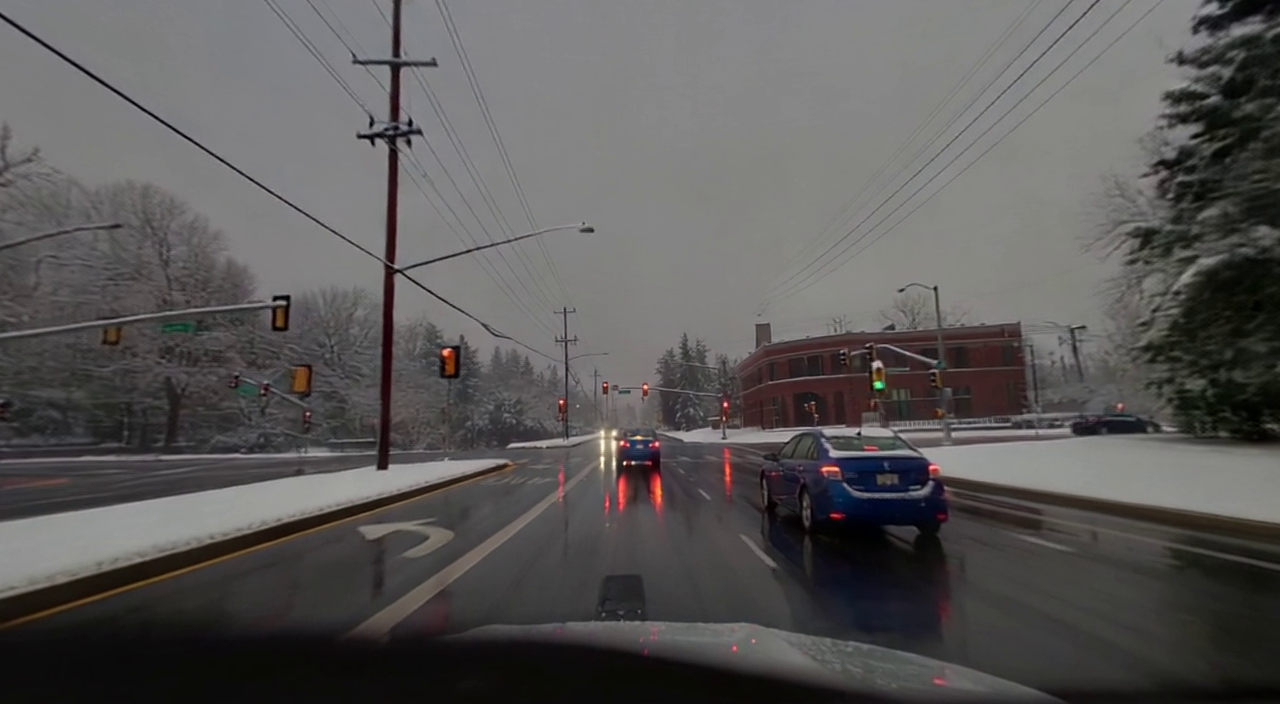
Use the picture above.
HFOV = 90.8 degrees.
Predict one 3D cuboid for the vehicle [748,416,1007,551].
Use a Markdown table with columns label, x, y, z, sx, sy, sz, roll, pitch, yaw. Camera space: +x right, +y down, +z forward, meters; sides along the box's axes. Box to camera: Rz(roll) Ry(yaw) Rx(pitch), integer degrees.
| label | x | y | z | sx | sy | sz | roll | pitch | yaw |
| --- | --- | --- | --- | --- | --- | --- | --- | --- | --- |
| vehicle | 2.954 | 1.749 | 9.048 | 2.004 | 1.448 | 4.263 | 0 | -8 | -1 |

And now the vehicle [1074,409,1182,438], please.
| label | x | y | z | sx | sy | sz | roll | pitch | yaw |
| --- | --- | --- | --- | --- | --- | --- | --- | --- | --- |
| vehicle | 33.461 | 4.958 | 43.417 | 5.668 | 1.925 | 2.384 | 1 | -8 | -6 |

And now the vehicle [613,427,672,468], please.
| label | x | y | z | sx | sy | sz | roll | pitch | yaw |
| --- | --- | --- | --- | --- | --- | --- | --- | --- | --- |
| vehicle | 0.105 | 3.729 | 24.635 | 2.110 | 1.466 | 3.860 | 0 | -8 | 0 |
